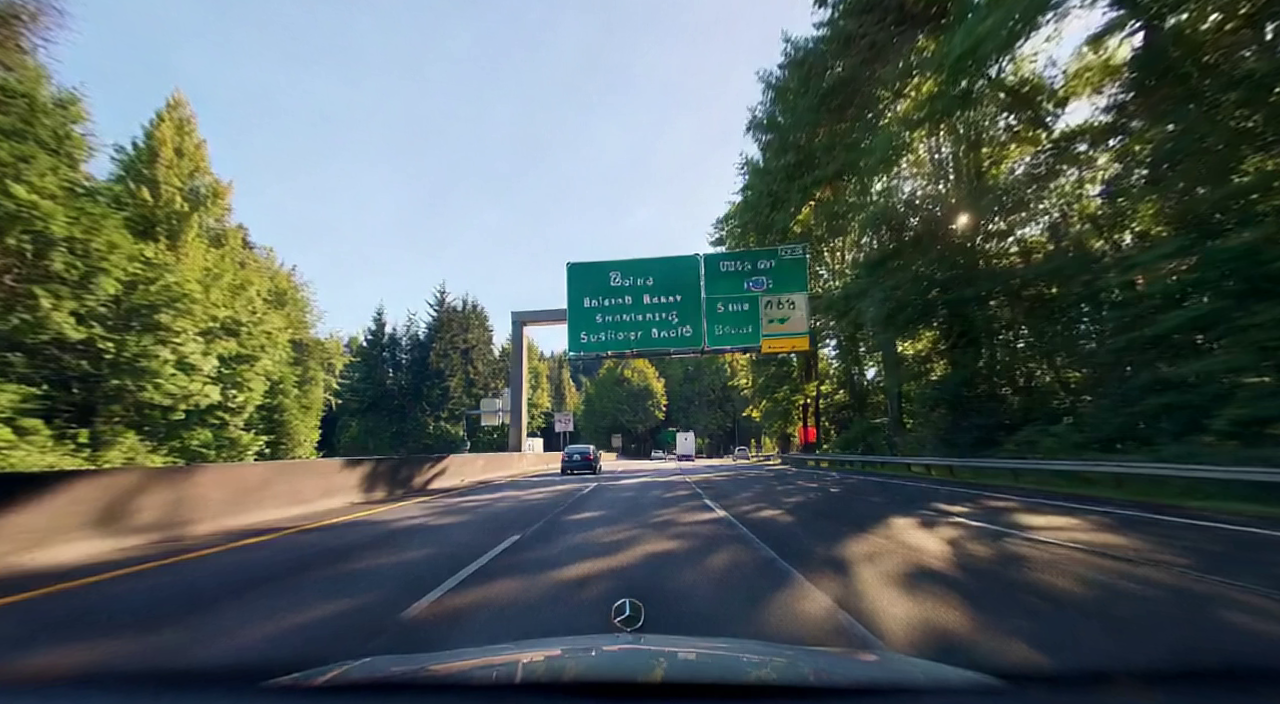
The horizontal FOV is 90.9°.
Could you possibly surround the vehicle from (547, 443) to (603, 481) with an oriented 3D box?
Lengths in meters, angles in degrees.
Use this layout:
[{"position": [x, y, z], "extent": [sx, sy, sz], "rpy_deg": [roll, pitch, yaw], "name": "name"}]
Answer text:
[{"position": [-3.014, 5.213, 30.108], "extent": [2.086, 1.650, 4.122], "rpy_deg": [0, -9, 2], "name": "vehicle"}]
